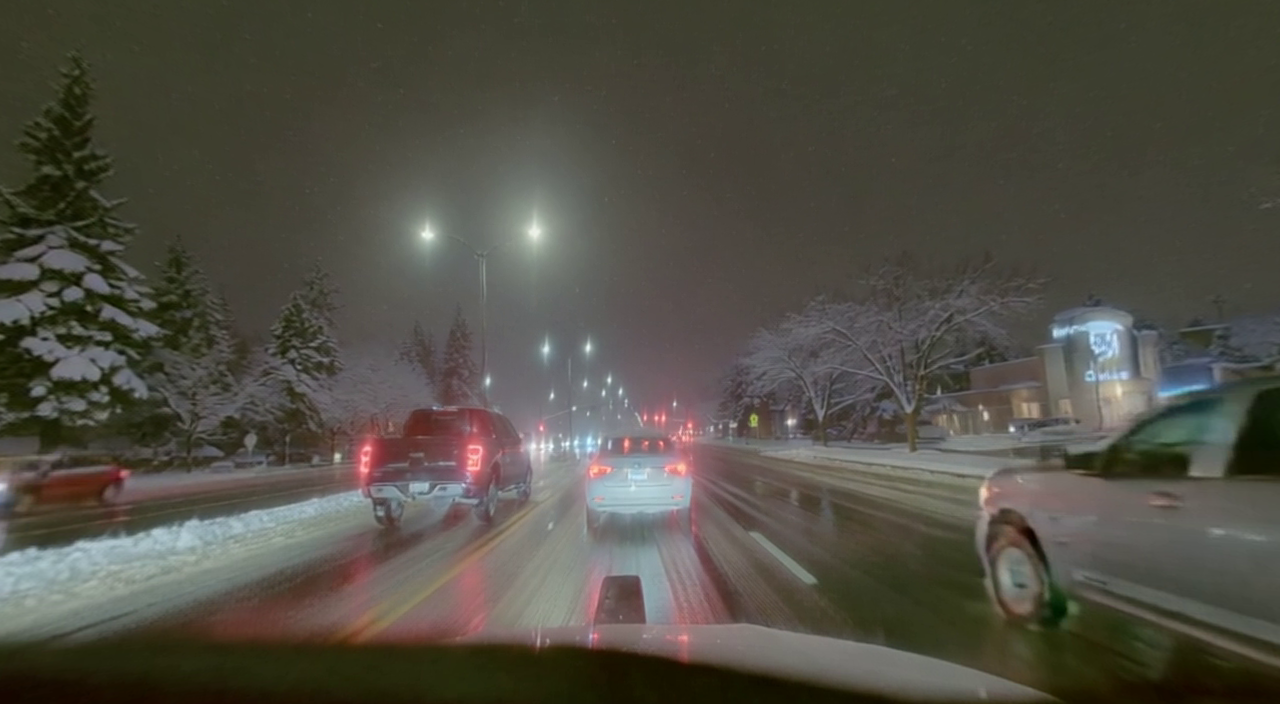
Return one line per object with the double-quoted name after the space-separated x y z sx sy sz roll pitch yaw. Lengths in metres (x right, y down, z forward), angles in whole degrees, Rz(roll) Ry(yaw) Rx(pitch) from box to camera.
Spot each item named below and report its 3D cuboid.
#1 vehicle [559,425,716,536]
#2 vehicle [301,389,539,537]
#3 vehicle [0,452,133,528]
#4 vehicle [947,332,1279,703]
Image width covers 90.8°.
-0.089 2.041 10.624 2.126 1.475 3.967 0 -8 -2 "vehicle"
-3.418 1.899 11.373 2.301 1.985 5.531 0 -8 0 "vehicle"
-14.096 3.096 14.516 1.737 1.498 3.854 0 -8 -2 "vehicle"
3.339 0.745 2.156 2.092 1.658 4.814 0 -8 -1 "vehicle"
